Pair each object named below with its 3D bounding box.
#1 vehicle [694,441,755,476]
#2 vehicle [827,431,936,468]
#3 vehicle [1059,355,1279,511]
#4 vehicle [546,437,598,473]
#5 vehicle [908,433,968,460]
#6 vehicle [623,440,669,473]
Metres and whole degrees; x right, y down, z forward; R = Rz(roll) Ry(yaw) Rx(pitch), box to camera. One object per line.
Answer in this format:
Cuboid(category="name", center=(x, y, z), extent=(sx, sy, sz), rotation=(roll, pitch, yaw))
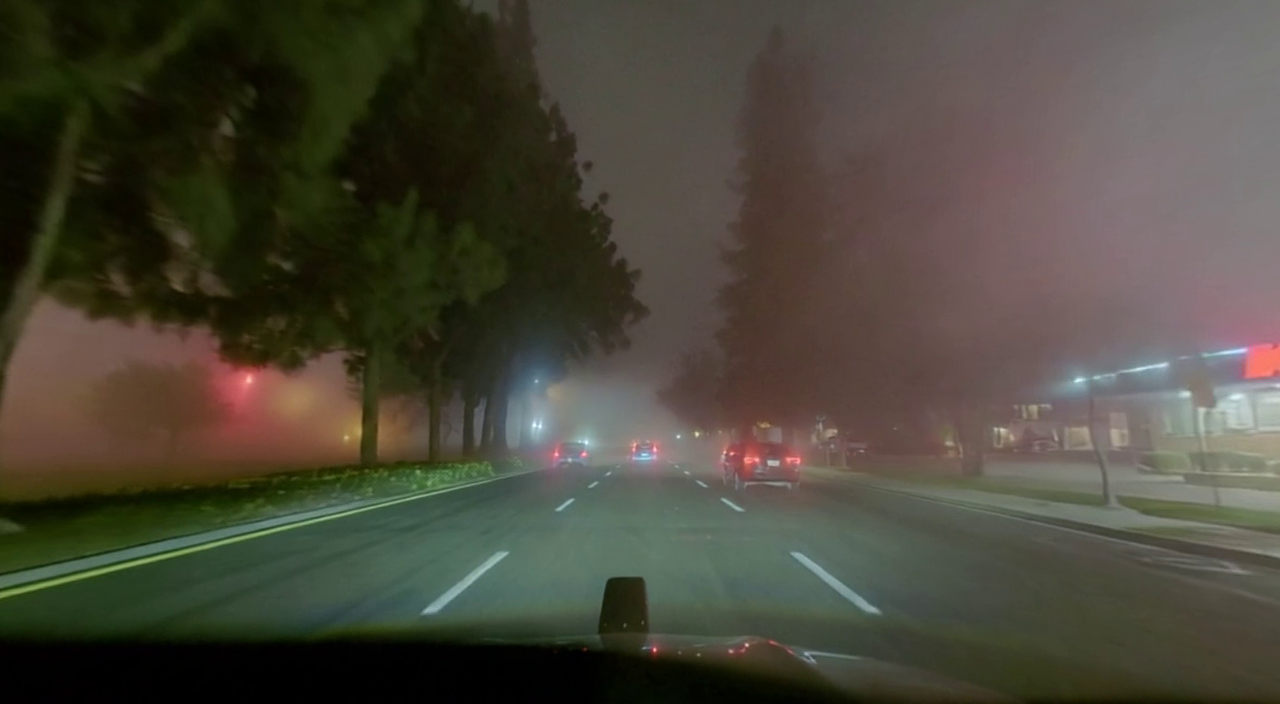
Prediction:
Cuboid(category="vehicle", center=(3.720, 4.771, 28.490), extent=(2.012, 1.462, 4.400), rotation=(0, -8, -1))
Cuboid(category="vehicle", center=(13.422, 5.474, 35.264), extent=(5.144, 1.834, 2.188), rotation=(-2, -9, 2))
Cuboid(category="vehicle", center=(14.613, 1.771, 13.858), extent=(8.343, 3.028, 3.002), rotation=(-1, -10, 2))
Cuboid(category="vehicle", center=(-3.216, 4.980, 30.608), extent=(1.995, 1.607, 4.086), rotation=(0, -8, 1))
Cuboid(category="vehicle", center=(23.258, 7.399, 49.436), extent=(2.145, 1.922, 5.397), rotation=(0, -8, 1))
Cuboid(category="vehicle", center=(0.268, 4.970, 30.240), extent=(2.059, 1.477, 4.216), rotation=(0, -8, 0))
